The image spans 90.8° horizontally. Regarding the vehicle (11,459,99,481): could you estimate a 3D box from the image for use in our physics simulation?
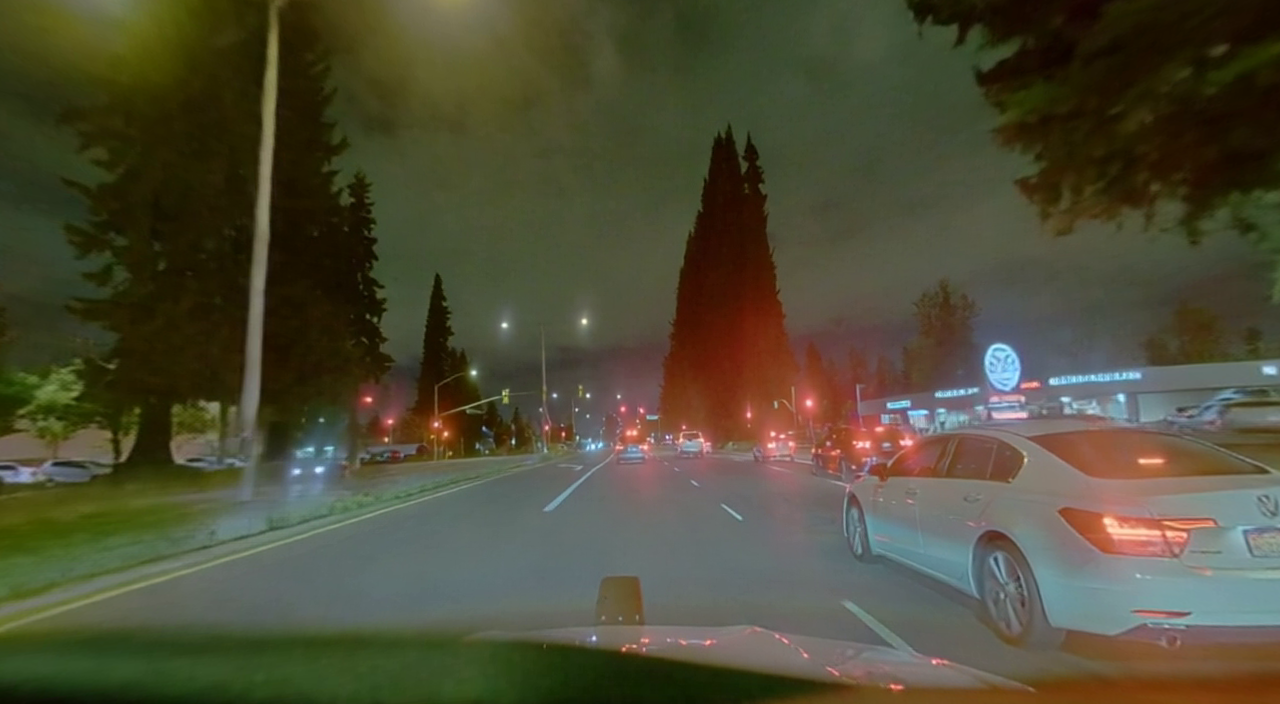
[{"bbox_3d":[-42.957,8.653,46.437,4.559,1.441,1.815,0,-8,-1],"label":"vehicle"}]

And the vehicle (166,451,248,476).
[{"bbox_3d":[-30.341,7.797,44.345,4.228,1.680,2.024,0,-8,0],"label":"vehicle"}]

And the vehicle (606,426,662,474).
[{"bbox_3d":[-0.244,4.012,26.024,2.106,1.798,4.168,0,-8,-1],"label":"vehicle"}]

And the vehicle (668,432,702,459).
[{"bbox_3d":[3.091,6.531,44.303,2.000,1.745,4.206,0,-8,-2],"label":"vehicle"}]

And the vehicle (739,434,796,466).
[{"bbox_3d":[6.334,4.922,31.870,1.883,1.452,4.258,0,-8,-1],"label":"vehicle"}]

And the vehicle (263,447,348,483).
[{"bbox_3d":[-17.184,5.793,32.735,1.984,1.492,4.677,-5,-8,-1],"label":"vehicle"}]

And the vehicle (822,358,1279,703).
[{"bbox_3d":[3.242,1.168,5.064,2.153,1.658,4.485,0,-8,-1],"label":"vehicle"}]
